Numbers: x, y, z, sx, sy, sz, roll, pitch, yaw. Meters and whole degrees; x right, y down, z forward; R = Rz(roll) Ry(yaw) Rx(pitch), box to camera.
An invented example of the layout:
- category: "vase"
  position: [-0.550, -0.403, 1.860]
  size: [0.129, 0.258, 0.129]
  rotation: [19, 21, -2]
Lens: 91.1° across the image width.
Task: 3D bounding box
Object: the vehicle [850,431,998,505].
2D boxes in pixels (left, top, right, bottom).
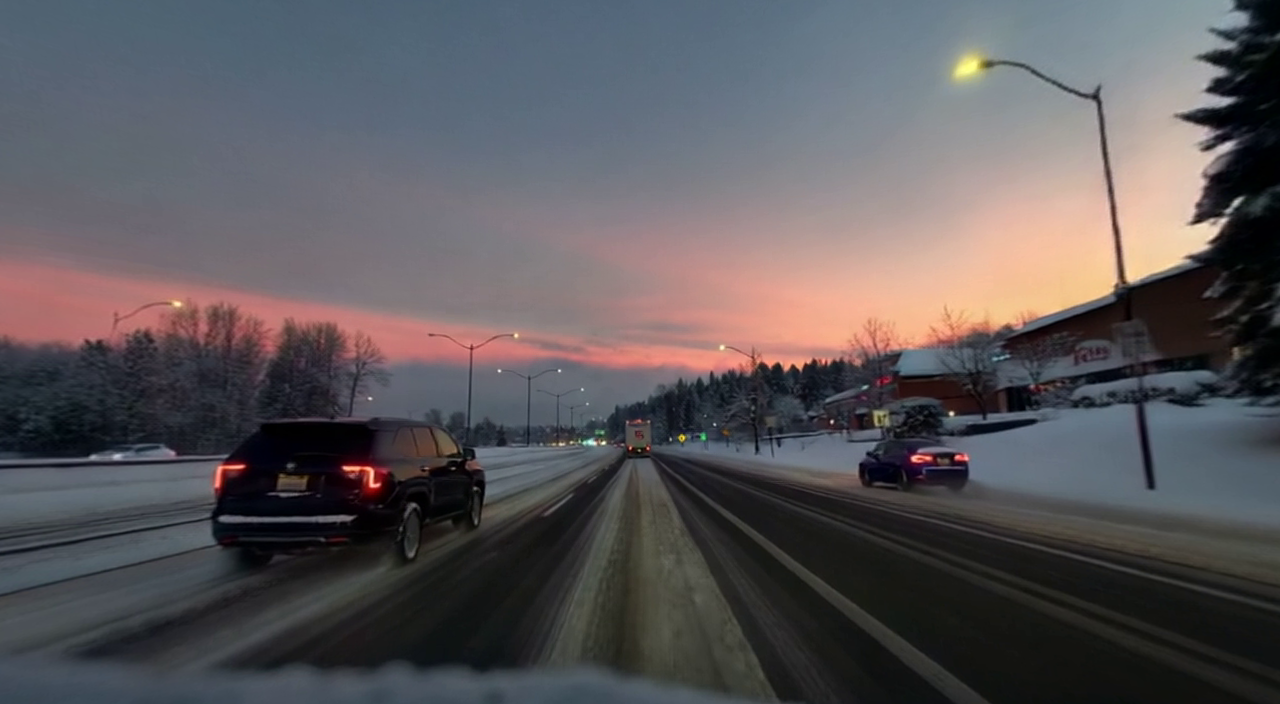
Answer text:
- category: "vehicle"
  position: [7.235, 2.972, 16.554]
  size: [1.958, 1.681, 4.109]
  rotation: [0, -9, 0]

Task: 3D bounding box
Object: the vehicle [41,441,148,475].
- category: "vehicle"
  position: [-28.733, 5.597, 33.281]
  size: [1.895, 1.654, 4.190]
  rotation: [0, -9, 0]

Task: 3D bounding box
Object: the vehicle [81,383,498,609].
- category: "vehicle"
  position: [-3.412, 1.533, 7.632]
  size: [2.178, 1.826, 4.933]
  rotation: [0, -9, 0]
